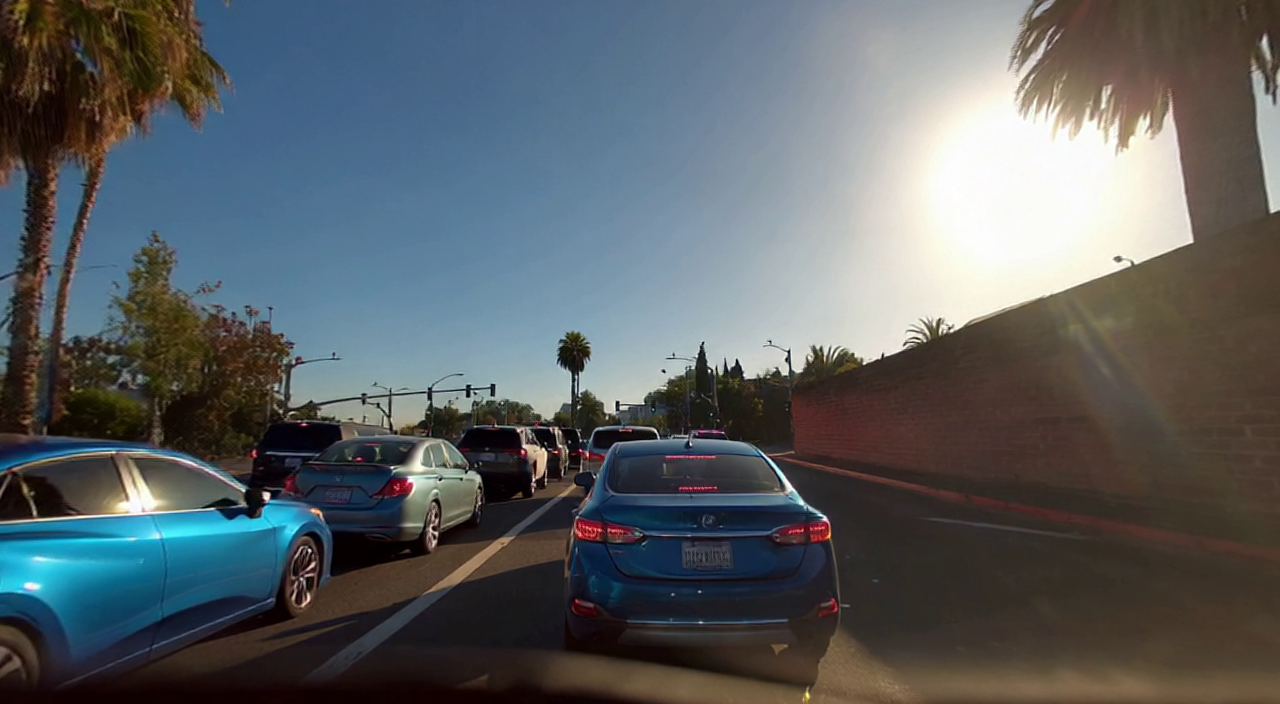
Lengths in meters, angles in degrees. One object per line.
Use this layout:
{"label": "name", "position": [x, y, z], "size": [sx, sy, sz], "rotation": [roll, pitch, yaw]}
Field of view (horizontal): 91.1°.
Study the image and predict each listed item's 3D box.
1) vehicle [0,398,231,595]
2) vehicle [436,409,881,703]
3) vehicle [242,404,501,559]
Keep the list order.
{"label": "vehicle", "position": [-6.670, 1.406, 6.392], "size": [1.963, 1.721, 4.662], "rotation": [0, -8, -2]}
{"label": "vehicle", "position": [0.044, 1.336, 5.210], "size": [2.128, 1.473, 4.272], "rotation": [0, -8, -1]}
{"label": "vehicle", "position": [-3.511, 1.777, 9.274], "size": [2.055, 1.746, 4.136], "rotation": [0, -8, -1]}
